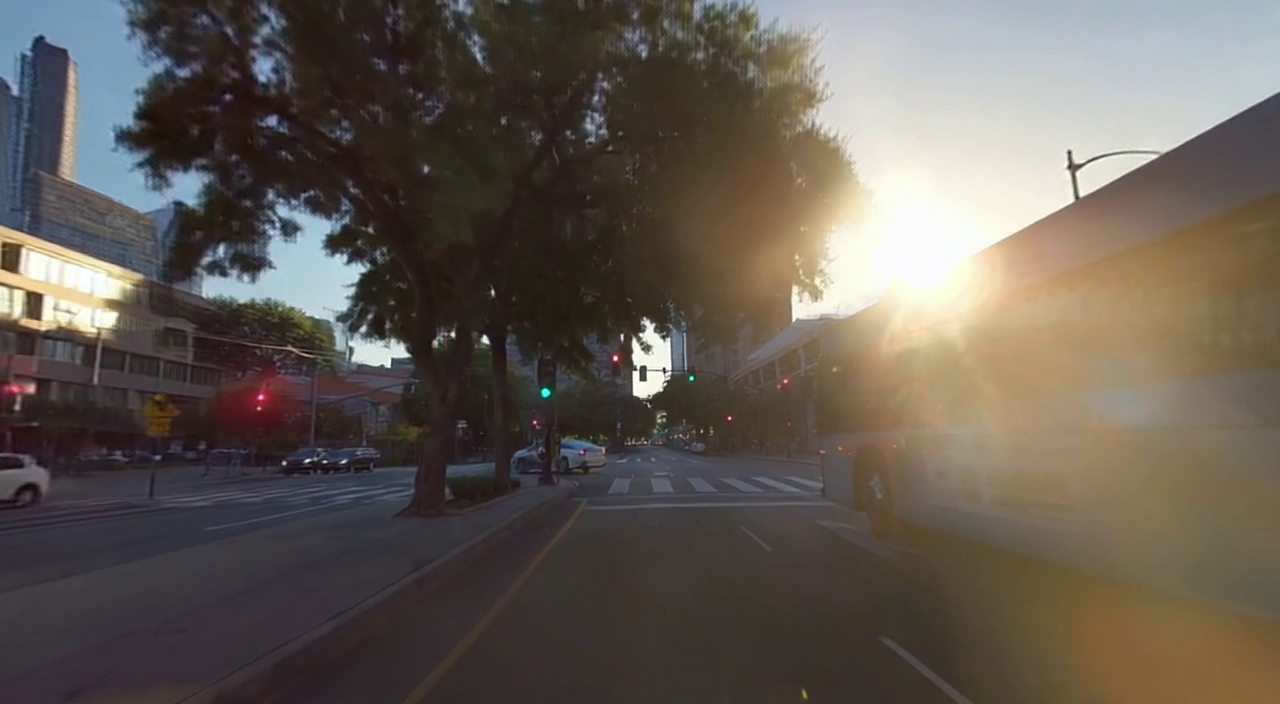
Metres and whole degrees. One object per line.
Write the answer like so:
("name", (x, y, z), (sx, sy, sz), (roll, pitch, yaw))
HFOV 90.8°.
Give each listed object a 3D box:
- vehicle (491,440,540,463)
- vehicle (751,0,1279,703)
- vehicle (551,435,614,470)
("vehicle", (-8.418, 6.661, 42.552), (2.036, 1.467, 3.979), (4, -10, -29))
("vehicle", (3.260, -0.258, 2.083), (3.250, 3.731, 13.693), (0, -8, 0))
("vehicle", (-2.859, 4.788, 30.363), (2.123, 1.544, 4.158), (2, -9, -18))
